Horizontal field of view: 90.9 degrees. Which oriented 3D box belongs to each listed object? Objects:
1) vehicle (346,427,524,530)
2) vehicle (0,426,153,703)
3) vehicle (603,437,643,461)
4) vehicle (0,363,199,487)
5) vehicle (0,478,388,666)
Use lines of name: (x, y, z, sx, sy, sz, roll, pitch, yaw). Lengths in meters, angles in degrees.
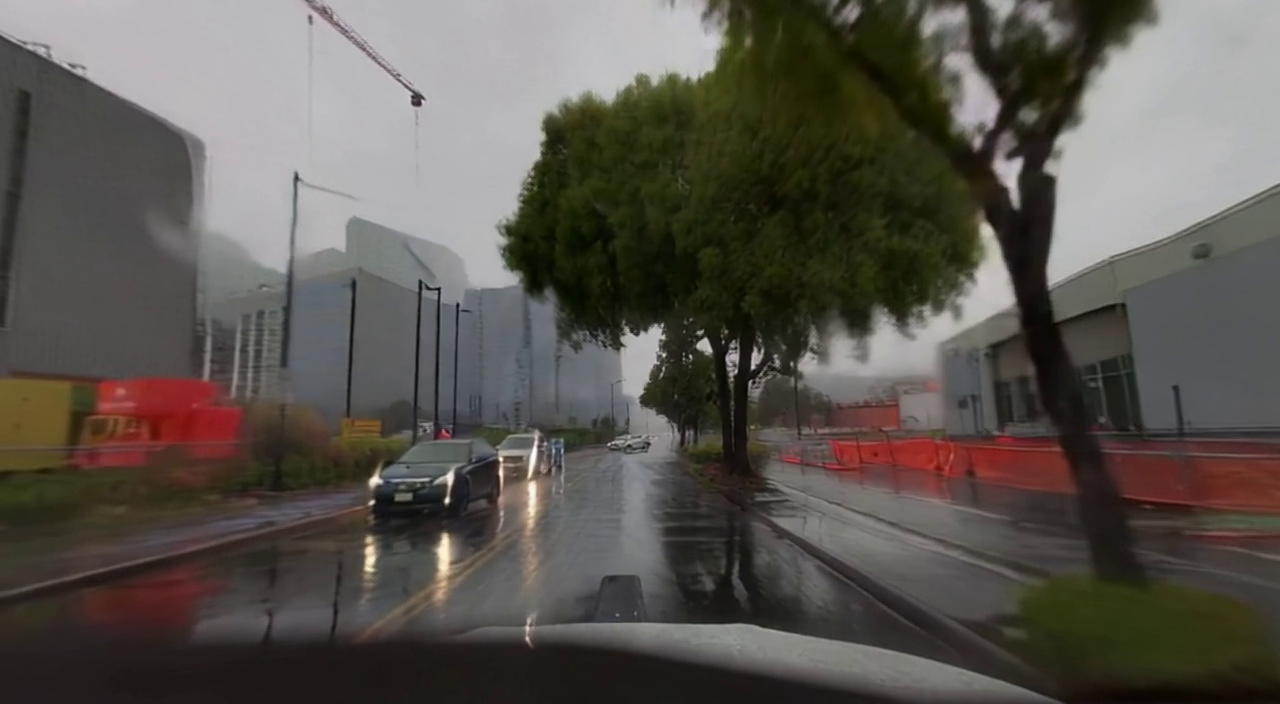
vehicle: (-3.708, 2.330, 12.317, 1.980, 1.635, 4.153, 0, -8, 1)
vehicle: (-3.911, 0.900, 1.532, 1.948, 1.460, 4.394, 0, -8, 0)
vehicle: (-1.169, 7.036, 45.851, 1.967, 1.646, 4.192, -2, -8, 11)
vehicle: (-13.602, 1.636, 13.981, 6.039, 2.449, 2.273, -1, -8, 5)
vehicle: (-3.977, 1.817, 5.957, 1.741, 0.964, 3.497, -1, -7, 0)
